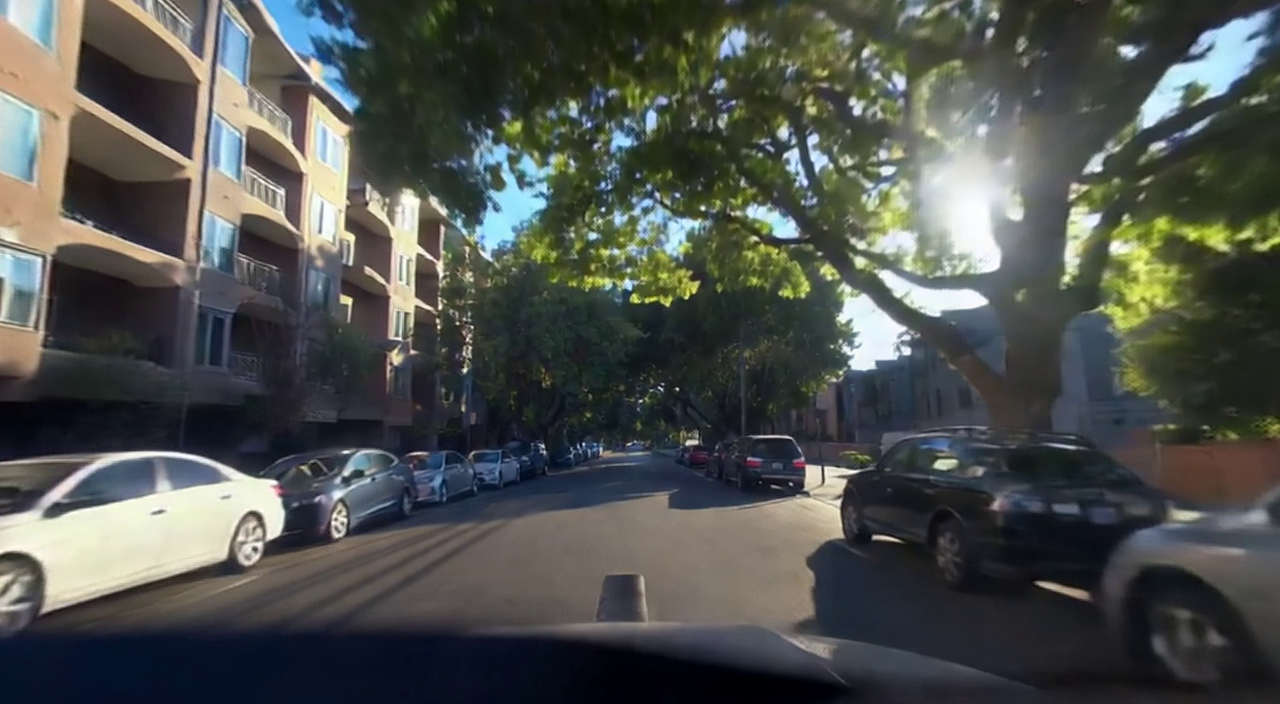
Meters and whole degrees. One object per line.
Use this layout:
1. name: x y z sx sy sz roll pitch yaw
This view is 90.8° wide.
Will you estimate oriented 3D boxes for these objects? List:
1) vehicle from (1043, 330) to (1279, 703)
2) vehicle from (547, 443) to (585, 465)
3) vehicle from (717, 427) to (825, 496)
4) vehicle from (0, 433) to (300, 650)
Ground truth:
1. vehicle: 3.654 0.716 1.602 2.093 1.801 4.788 2 -8 0
2. vehicle: -5.089 7.113 44.159 2.080 1.458 4.511 0 -8 1
3. vehicle: 3.759 3.256 19.177 2.082 1.809 4.998 0 -8 -1
4. vehicle: -5.206 1.490 5.651 1.772 1.466 4.342 0 -8 2
